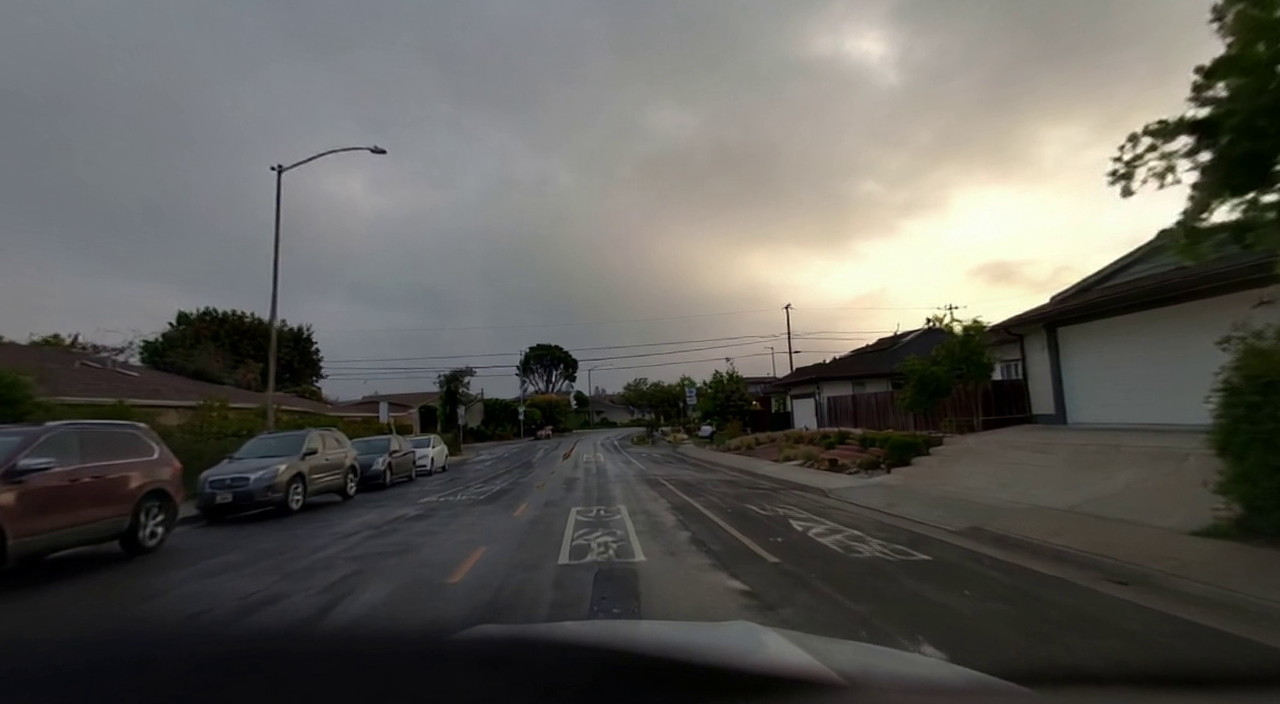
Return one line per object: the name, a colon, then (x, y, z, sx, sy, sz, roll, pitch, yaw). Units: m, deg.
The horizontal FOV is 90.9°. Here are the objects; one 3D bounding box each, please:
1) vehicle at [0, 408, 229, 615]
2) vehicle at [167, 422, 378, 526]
vehicle: (-6.741, 1.556, 6.717, 2.147, 1.780, 4.165, 0, -8, -5)
vehicle: (-7.231, 2.379, 13.073, 1.865, 1.750, 4.507, 0, -7, -4)
